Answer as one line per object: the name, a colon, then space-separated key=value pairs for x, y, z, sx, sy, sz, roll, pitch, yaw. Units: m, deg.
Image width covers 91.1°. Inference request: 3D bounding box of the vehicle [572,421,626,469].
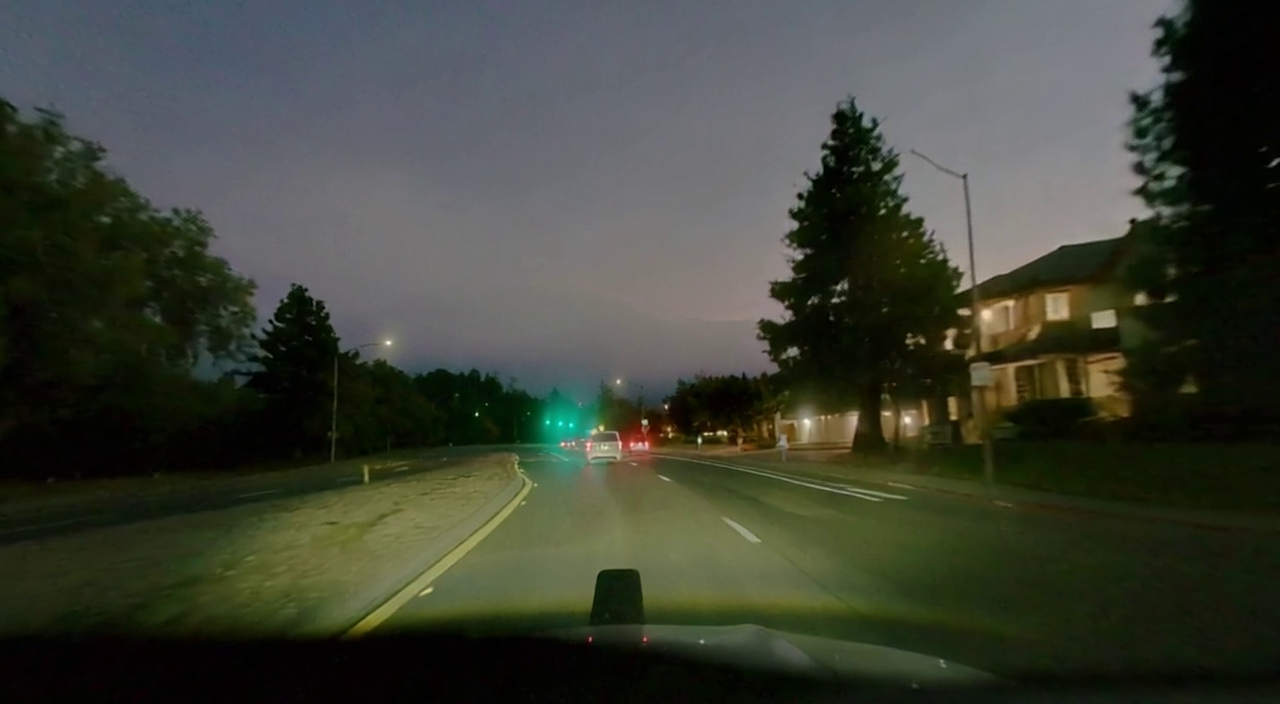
vehicle: x=-1.967 y=4.282 z=29.109 sx=2.072 sy=2.002 sz=4.391 roll=2 pitch=-8 yaw=-9
